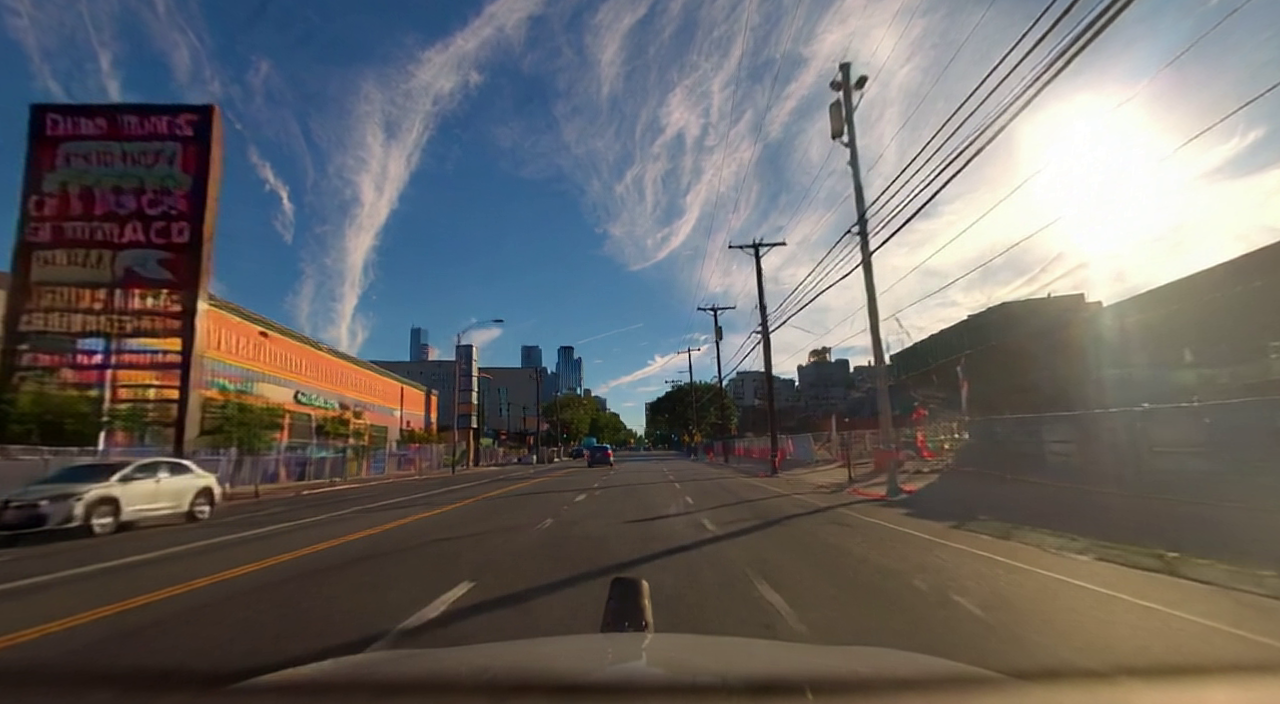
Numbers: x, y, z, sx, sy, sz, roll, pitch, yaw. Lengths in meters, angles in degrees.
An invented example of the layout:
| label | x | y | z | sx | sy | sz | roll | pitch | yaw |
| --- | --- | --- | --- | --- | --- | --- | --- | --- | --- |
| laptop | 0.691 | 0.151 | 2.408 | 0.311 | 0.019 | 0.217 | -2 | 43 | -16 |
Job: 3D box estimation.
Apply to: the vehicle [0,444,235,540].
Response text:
| label | x | y | z | sx | sy | sz | roll | pitch | yaw |
| --- | --- | --- | --- | --- | --- | --- | --- | --- | --- |
| vehicle | -12.073 | 3.164 | 14.941 | 2.052 | 1.898 | 4.253 | 0 | -8 | 0 |

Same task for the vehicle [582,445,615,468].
| label | x | y | z | sx | sy | sz | roll | pitch | yaw |
| --- | --- | --- | --- | --- | --- | --- | --- | --- | --- |
| vehicle | -2.980 | 7.669 | 46.488 | 2.036 | 1.589 | 4.549 | -1 | -8 | 2 |
